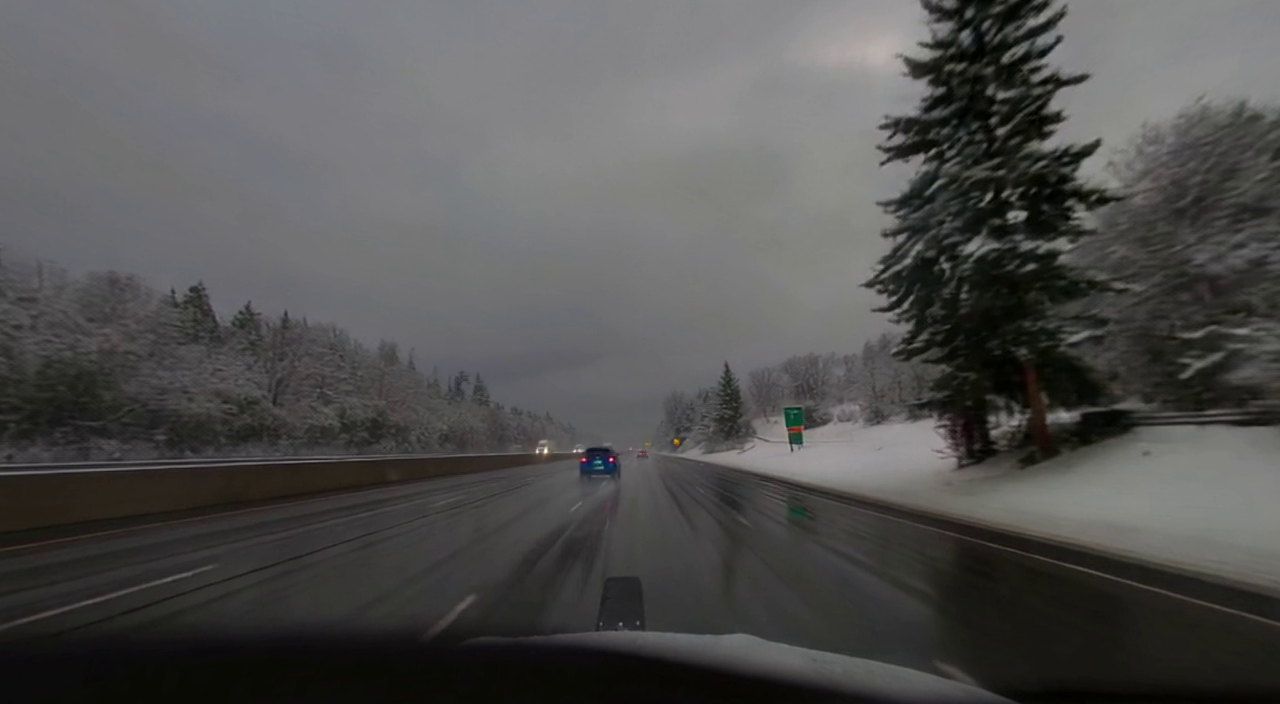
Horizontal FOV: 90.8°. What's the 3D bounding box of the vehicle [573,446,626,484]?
[{"bbox_3d":[-1.679,4.829,27.283,1.908,1.515,3.871,0,-9,2],"label":"vehicle"}]
